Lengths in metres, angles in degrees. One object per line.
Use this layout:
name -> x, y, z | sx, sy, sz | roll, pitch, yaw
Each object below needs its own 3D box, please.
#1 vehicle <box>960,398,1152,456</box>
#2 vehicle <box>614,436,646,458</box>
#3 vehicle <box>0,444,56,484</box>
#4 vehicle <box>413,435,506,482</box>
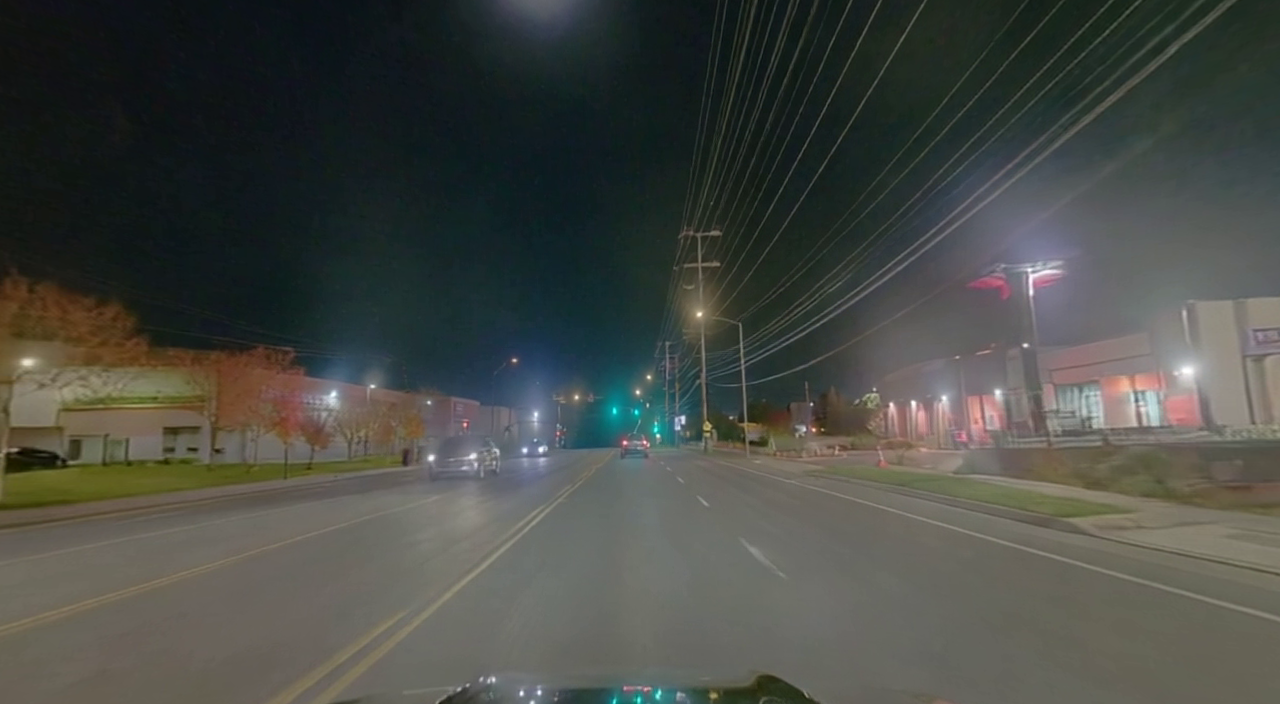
vehicle -> 13.537, 2.483, 20.812 | 4.836, 1.750, 2.079 | -1, -8, -1
vehicle -> -0.684, 6.551, 43.704 | 2.097, 1.472, 4.544 | 0, -8, 0
vehicle -> -27.726, 4.895, 27.996 | 2.002, 1.592, 4.739 | 6, -10, -36
vehicle -> -6.373, 3.801, 22.934 | 1.987, 1.515, 4.789 | 0, -8, 0
